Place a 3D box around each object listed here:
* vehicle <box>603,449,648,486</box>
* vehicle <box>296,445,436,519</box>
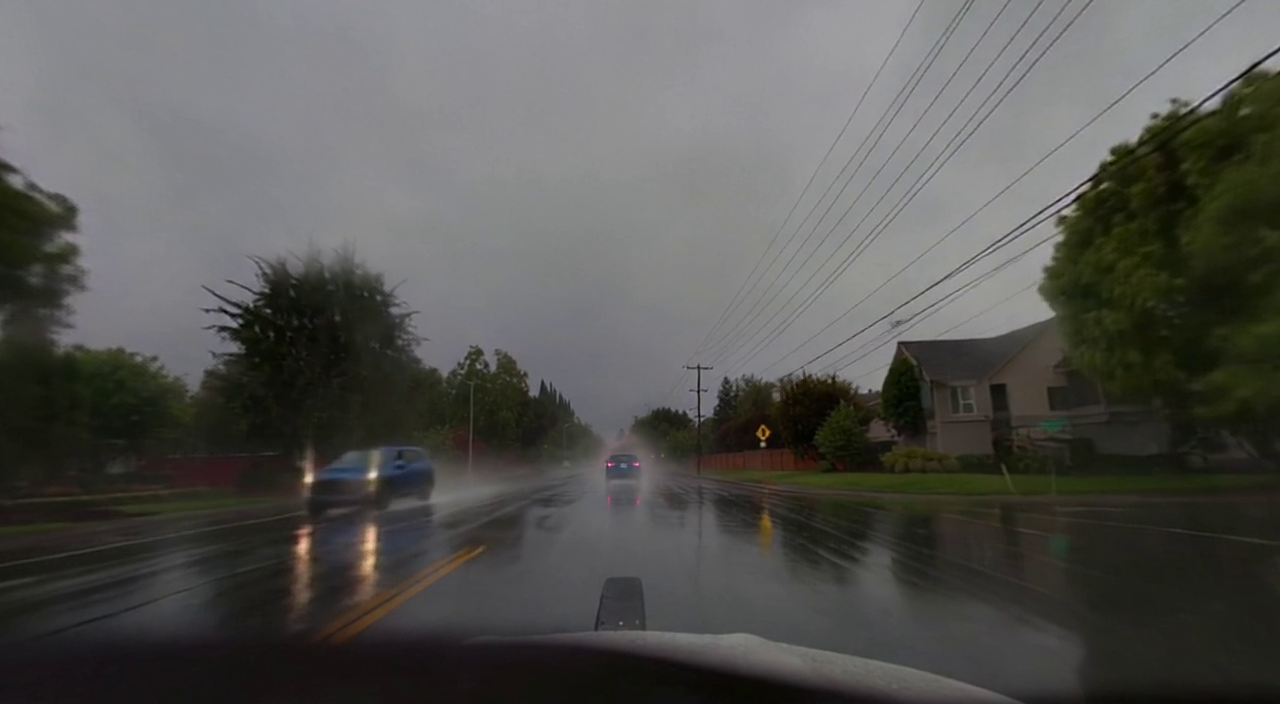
[{"bbox_3d":[-0.779,5.802,31.946,2.139,1.699,3.916,0,-8,-3],"label":"vehicle"},{"bbox_3d":[-7.293,3.446,17.373,2.046,1.730,4.310,0,-8,-3],"label":"vehicle"}]
